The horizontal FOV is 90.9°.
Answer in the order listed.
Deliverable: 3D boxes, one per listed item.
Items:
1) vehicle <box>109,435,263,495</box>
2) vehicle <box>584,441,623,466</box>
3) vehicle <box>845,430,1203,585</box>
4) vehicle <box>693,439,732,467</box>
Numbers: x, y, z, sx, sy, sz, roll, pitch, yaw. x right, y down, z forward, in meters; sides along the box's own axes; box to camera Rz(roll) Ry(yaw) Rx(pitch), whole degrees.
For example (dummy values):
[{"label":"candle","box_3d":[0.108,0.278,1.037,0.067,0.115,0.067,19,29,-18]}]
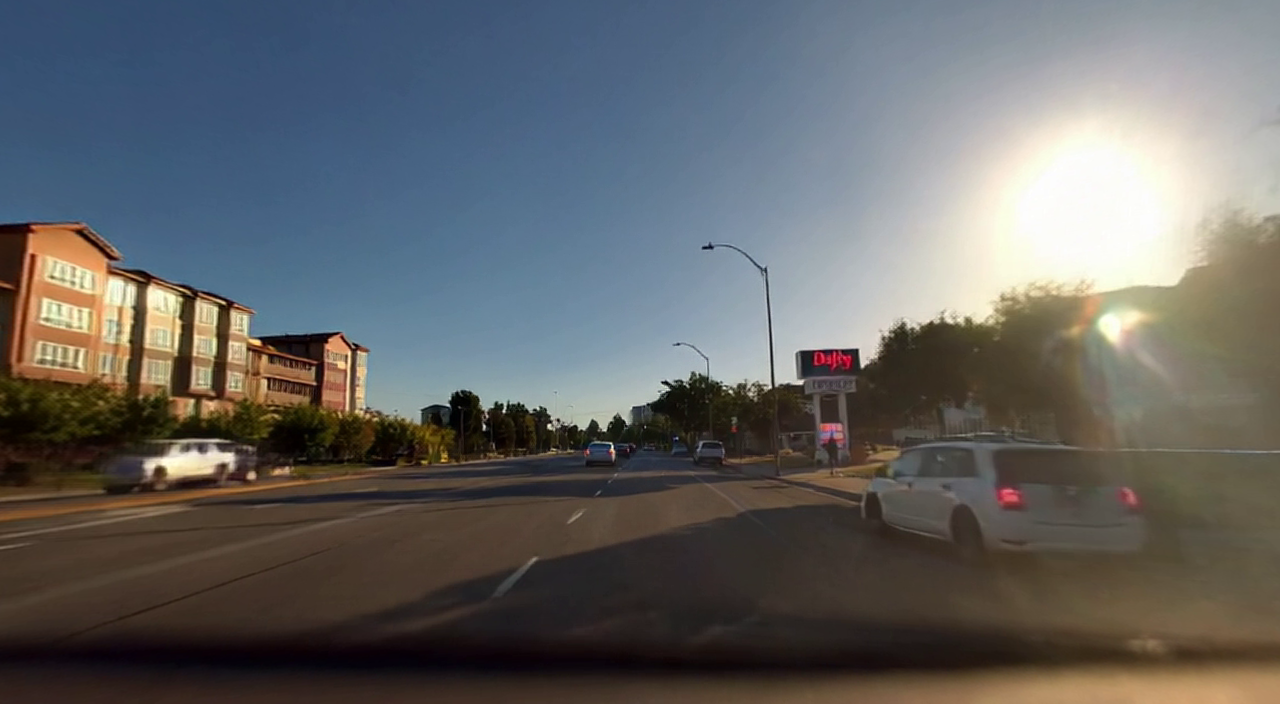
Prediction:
[{"label":"vehicle","box_3d":[-14.677,3.641,20.713,1.973,1.742,4.024,0,-8,1]},{"label":"vehicle","box_3d":[-2.352,6.614,41.347,2.176,1.543,4.335,0,-8,2]},{"label":"vehicle","box_3d":[4.501,1.859,8.469,2.025,1.500,4.465,0,-8,1]},{"label":"vehicle","box_3d":[4.768,6.700,42.128,2.067,1.755,4.616,0,-8,1]}]
